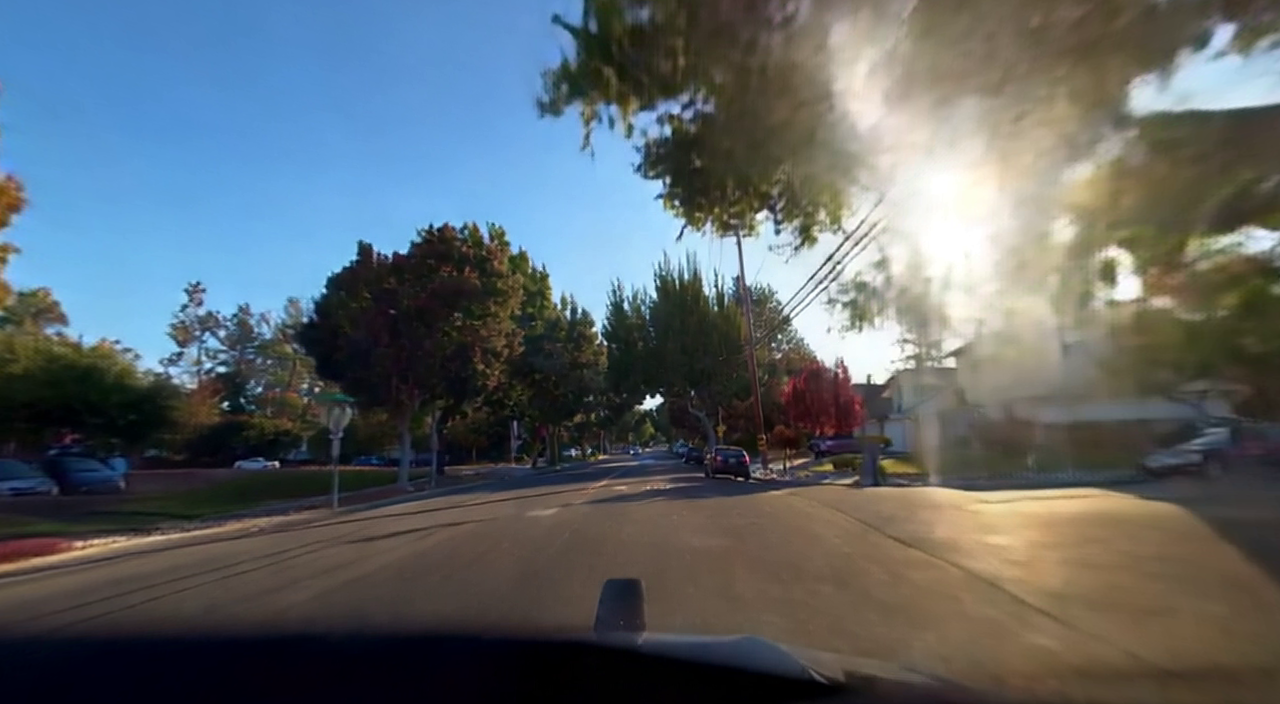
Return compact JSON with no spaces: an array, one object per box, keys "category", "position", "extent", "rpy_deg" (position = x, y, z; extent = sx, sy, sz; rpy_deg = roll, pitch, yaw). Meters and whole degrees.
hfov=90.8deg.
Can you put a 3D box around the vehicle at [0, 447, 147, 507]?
[{"category":"vehicle","position":[-18.719,3.881,19.947],"extent":[4.620,1.739,2.040],"rpy_deg":[5,-10,-30]}]

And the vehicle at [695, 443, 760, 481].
[{"category":"vehicle","position":[3.522,4.537,26.372],"extent":[1.990,1.435,4.526],"rpy_deg":[0,-8,-1]}]

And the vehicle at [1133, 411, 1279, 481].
[{"category":"vehicle","position":[15.777,2.443,16.539],"extent":[4.058,1.697,1.943],"rpy_deg":[0,-8,-1]}]
